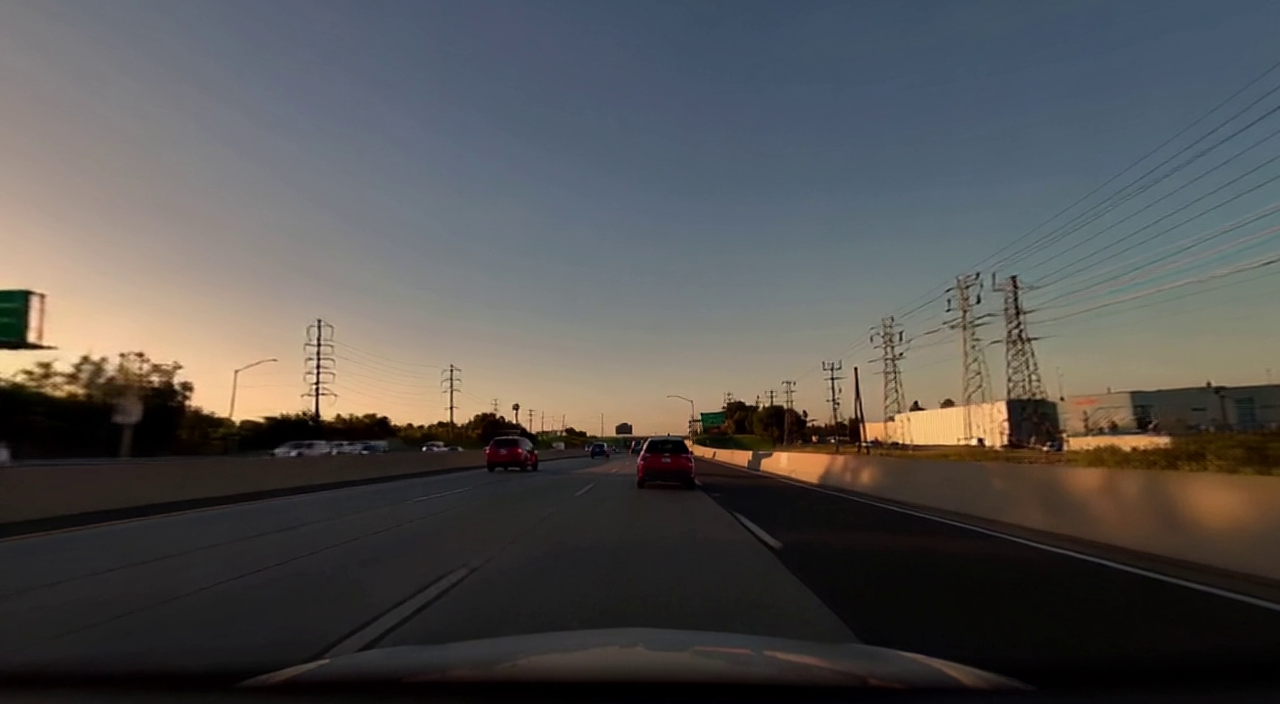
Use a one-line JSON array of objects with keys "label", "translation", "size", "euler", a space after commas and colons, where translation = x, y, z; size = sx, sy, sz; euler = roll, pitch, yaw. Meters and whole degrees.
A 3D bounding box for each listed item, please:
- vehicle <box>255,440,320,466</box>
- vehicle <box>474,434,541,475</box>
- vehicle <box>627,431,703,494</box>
[{"label": "vehicle", "translation": [-20.603, 5.906, 37.046], "size": [1.670, 1.446, 3.640], "euler": [0, -8, 1]}, {"label": "vehicle", "translation": [-6.409, 4.998, 31.050], "size": [2.220, 1.841, 4.516], "euler": [0, -8, 1]}, {"label": "vehicle", "translation": [0.704, 3.386, 19.774], "size": [2.134, 1.733, 4.049], "euler": [0, -8, 0]}]
